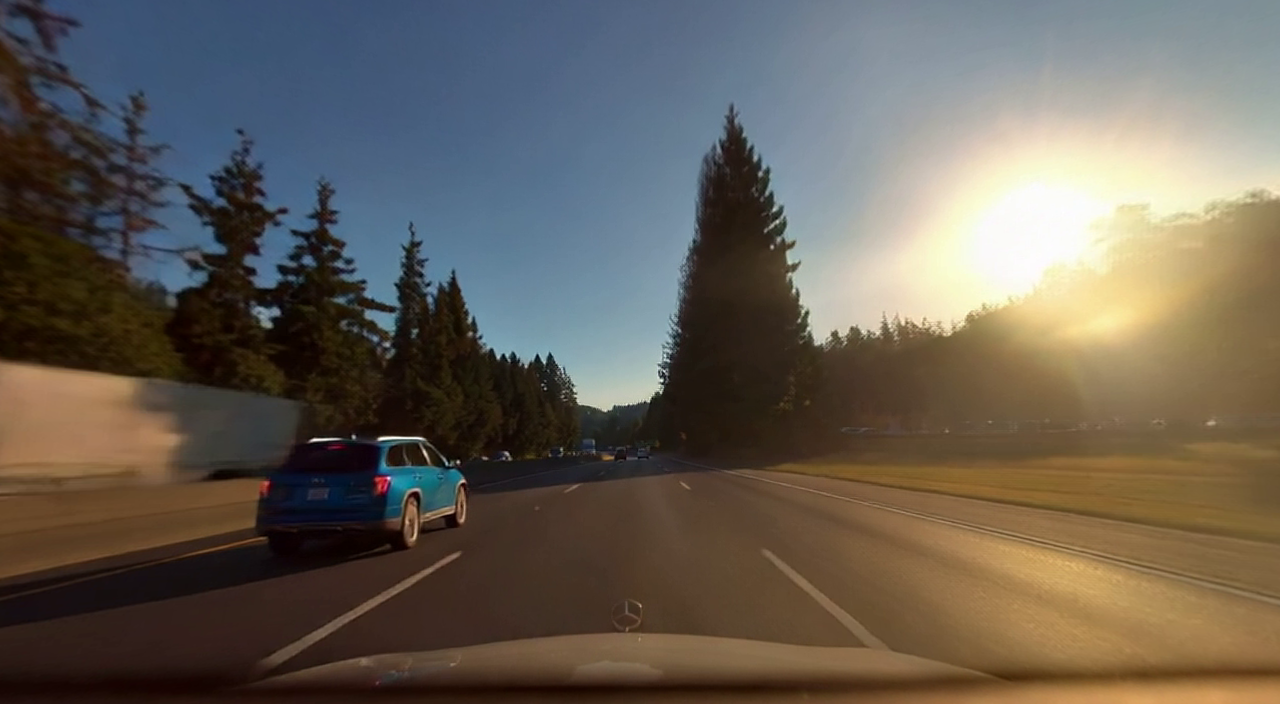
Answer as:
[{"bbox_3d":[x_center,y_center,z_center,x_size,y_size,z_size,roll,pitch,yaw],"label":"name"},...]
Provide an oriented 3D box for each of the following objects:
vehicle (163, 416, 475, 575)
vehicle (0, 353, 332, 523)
[{"bbox_3d":[-4.132,1.923,9.287,2.110,1.727,4.607,0,-9,1],"label":"vehicle"},{"bbox_3d":[-12.900,2.500,17.976,2.933,3.457,10.136,0,-9,1],"label":"vehicle"}]
